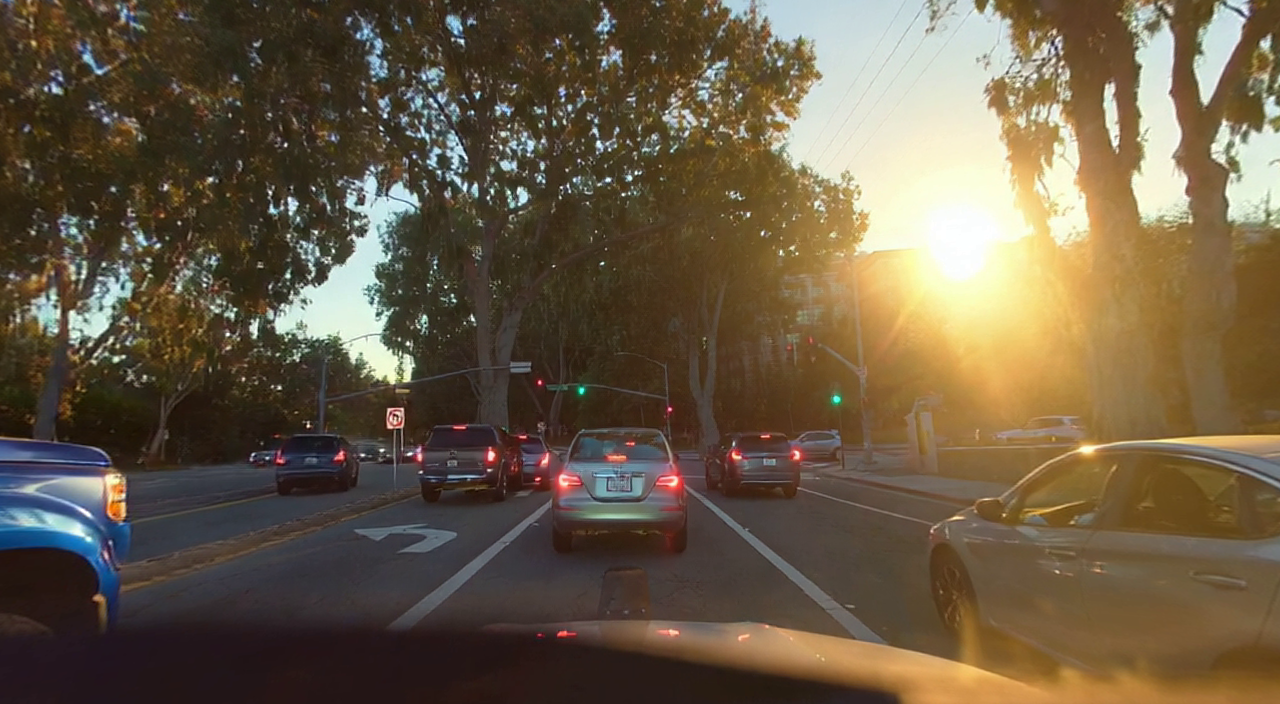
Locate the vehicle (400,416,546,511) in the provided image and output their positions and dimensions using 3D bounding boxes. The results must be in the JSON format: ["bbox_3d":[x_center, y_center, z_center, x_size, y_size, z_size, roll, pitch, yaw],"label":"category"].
[{"bbox_3d":[-3.625,2.527,14.689,2.089,1.857,4.488,0,-8,1],"label":"vehicle"}]

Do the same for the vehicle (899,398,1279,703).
[{"bbox_3d":[3.022,0.982,2.653,1.874,1.477,4.698,0,-8,0],"label":"vehicle"}]

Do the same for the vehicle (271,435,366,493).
[{"bbox_3d":[-10.413,3.604,20.823,2.122,1.653,4.807,3,-9,-20],"label":"vehicle"}]

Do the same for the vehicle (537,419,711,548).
[{"bbox_3d":[-0.217,1.937,9.877,2.194,1.607,3.690,0,-8,0],"label":"vehicle"}]

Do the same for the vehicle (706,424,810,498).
[{"bbox_3d":[3.184,3.062,18.081,2.102,1.841,4.587,0,-8,0],"label":"vehicle"}]

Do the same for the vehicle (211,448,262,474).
[{"bbox_3d":[-30.335,8.160,47.291,2.256,1.799,4.831,8,-12,-43],"label":"vehicle"}]

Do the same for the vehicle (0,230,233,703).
[{"bbox_3d":[-3.472,0.352,0.318,2.656,2.021,5.800,0,-8,0],"label":"vehicle"}]
